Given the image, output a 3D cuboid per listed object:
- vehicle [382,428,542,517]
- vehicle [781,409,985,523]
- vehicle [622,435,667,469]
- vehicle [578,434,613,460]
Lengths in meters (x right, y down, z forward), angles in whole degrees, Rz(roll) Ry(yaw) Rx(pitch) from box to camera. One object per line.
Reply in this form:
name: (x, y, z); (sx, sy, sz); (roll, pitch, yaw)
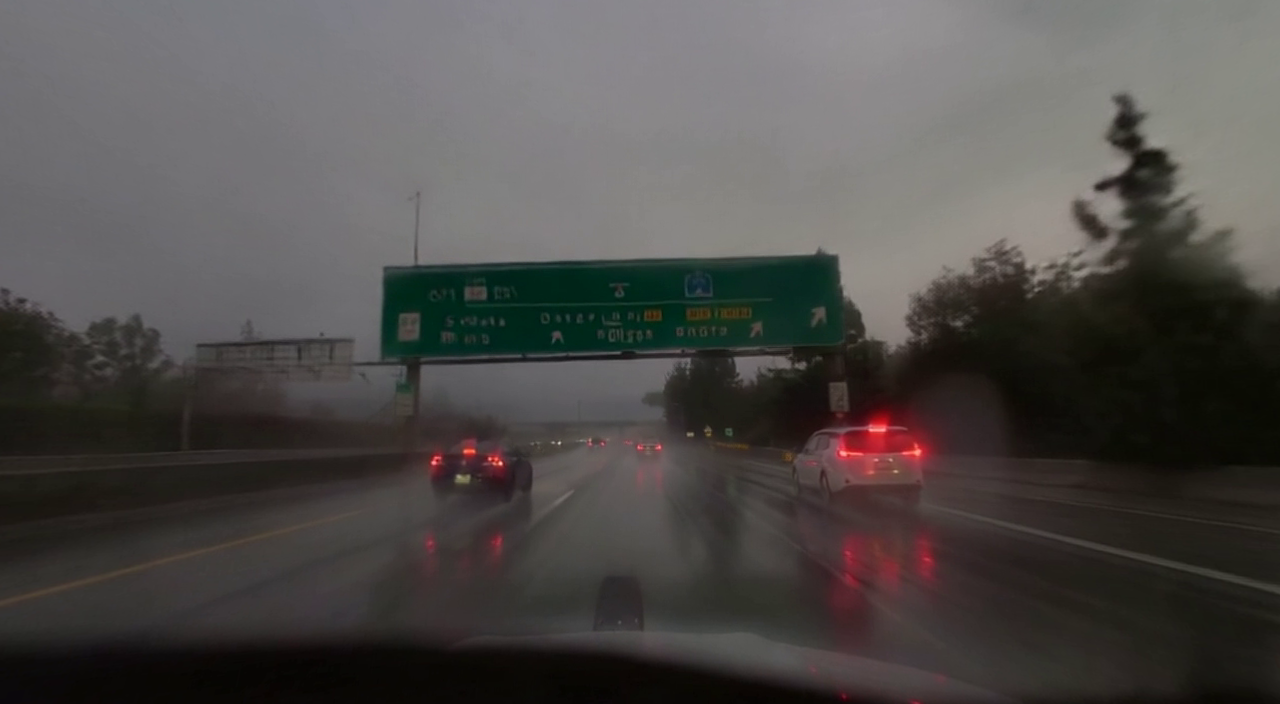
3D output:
vehicle: (-3.515, 2.458, 13.437); (2.066, 1.561, 4.495); (-1, -8, 1)
vehicle: (4.211, 2.048, 11.817); (2.025, 1.707, 4.279); (0, -8, -1)
vehicle: (0.232, 4.840, 30.690); (2.049, 1.542, 3.816); (-1, -8, 0)
vehicle: (-3.041, 6.595, 43.543); (2.044, 1.682, 4.201); (-1, -8, 1)
